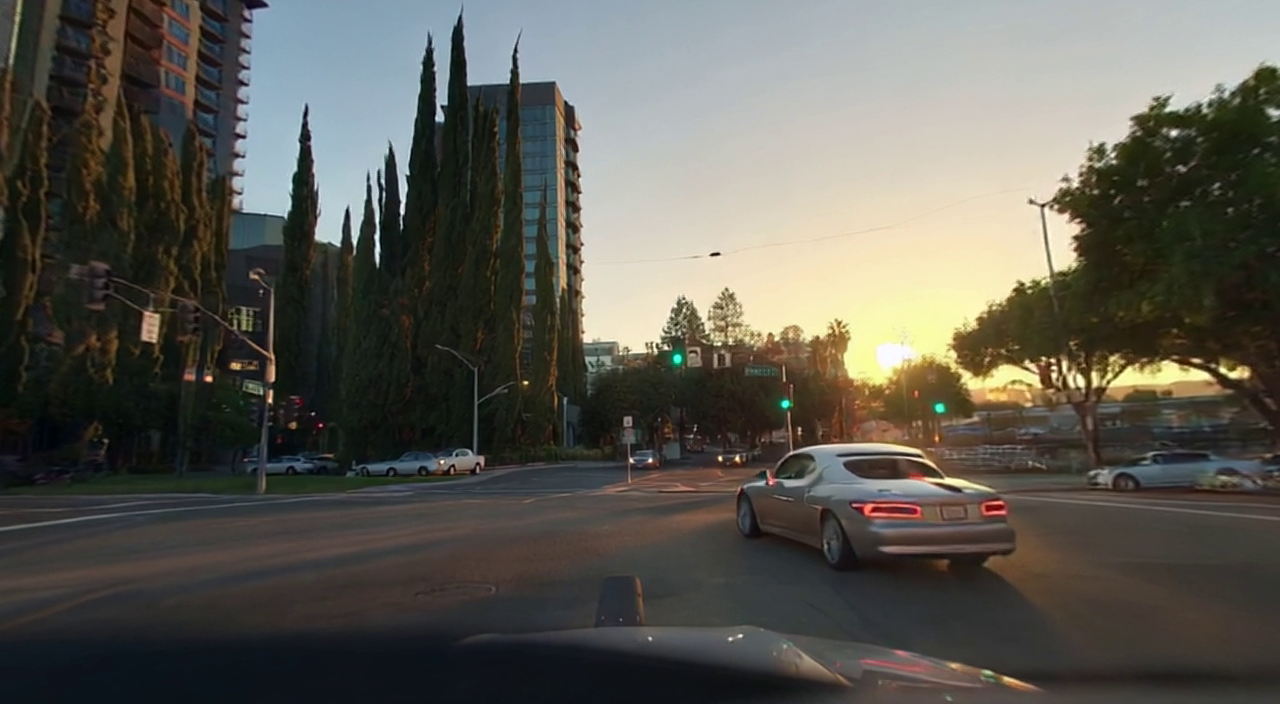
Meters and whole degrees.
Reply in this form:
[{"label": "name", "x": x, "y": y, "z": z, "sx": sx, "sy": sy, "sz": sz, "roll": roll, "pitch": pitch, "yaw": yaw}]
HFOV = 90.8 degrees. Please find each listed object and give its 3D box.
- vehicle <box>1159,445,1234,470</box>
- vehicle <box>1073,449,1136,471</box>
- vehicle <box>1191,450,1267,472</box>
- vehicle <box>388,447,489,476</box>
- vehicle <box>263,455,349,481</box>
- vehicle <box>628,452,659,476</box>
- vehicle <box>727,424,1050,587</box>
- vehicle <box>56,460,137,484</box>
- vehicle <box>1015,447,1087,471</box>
[{"label": "vehicle", "x": 36.074, "y": 6.865, "z": 41.038, "sx": 1.649, "sy": 1.463, "sz": 3.507, "roll": -1, "pitch": -12, "yaw": 2}, {"label": "vehicle", "x": 30.364, "y": 7.064, "z": 41.429, "sx": 1.746, "sy": 1.391, "sz": 3.360, "roll": -1, "pitch": -9, "yaw": 5}, {"label": "vehicle", "x": 38.673, "y": 7.162, "z": 41.572, "sx": 1.664, "sy": 1.369, "sz": 3.468, "roll": 0, "pitch": -9, "yaw": 1}, {"label": "vehicle", "x": -13.487, "y": 7.354, "z": 42.525, "sx": 6.021, "sy": 1.868, "sz": 2.172, "roll": 0, "pitch": -9, "yaw": 2}, {"label": "vehicle", "x": -20.570, "y": 7.151, "z": 38.985, "sx": 4.207, "sy": 1.508, "sz": 1.875, "roll": -1, "pitch": -9, "yaw": 4}, {"label": "vehicle", "x": 0.189, "y": 7.611, "z": 43.077, "sx": 2.024, "sy": 1.489, "sz": 4.613, "roll": 0, "pitch": -9, "yaw": -1}, {"label": "vehicle", "x": 2.754, "y": 1.804, "z": 8.291, "sx": 1.903, "sy": 1.529, "sz": 4.254, "roll": 2, "pitch": -9, "yaw": -10}, {"label": "vehicle", "x": -35.186, "y": 7.746, "z": 41.026, "sx": 1.709, "sy": 1.410, "sz": 3.945, "roll": 0, "pitch": -9, "yaw": 0}, {"label": "vehicle", "x": 27.207, "y": 7.099, "z": 42.006, "sx": 2.039, "sy": 1.501, "sz": 4.231, "roll": 0, "pitch": -9, "yaw": 3}]
